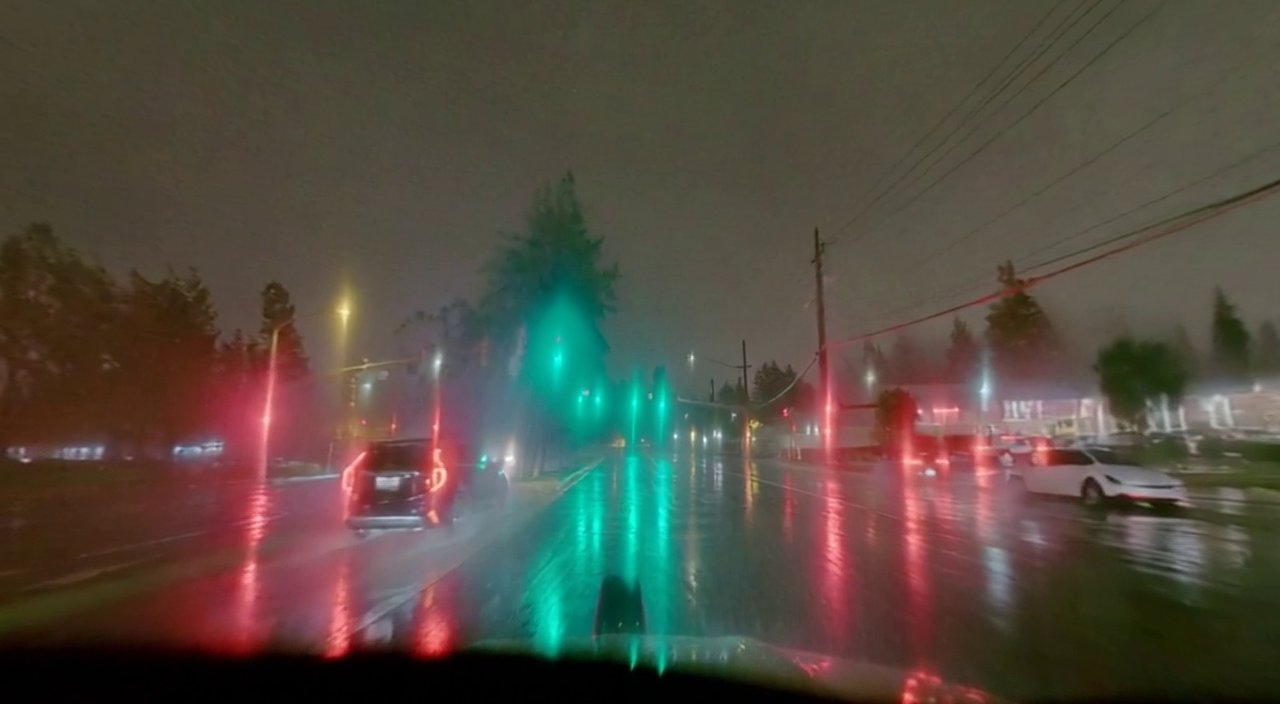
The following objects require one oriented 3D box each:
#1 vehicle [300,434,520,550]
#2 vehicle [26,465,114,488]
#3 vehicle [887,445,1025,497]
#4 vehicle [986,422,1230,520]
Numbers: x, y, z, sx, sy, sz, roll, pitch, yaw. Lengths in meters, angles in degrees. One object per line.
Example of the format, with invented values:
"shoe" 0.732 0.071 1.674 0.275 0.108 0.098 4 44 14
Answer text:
"vehicle" -3.372 2.120 10.269 2.185 1.473 3.925 0 -8 -2
"vehicle" -41.178 8.989 45.711 4.468 1.458 1.985 0 -8 1
"vehicle" 10.152 3.812 20.826 1.987 1.487 4.753 0 -8 -2
"vehicle" 10.337 2.646 14.586 1.998 1.862 4.658 0 -8 0
